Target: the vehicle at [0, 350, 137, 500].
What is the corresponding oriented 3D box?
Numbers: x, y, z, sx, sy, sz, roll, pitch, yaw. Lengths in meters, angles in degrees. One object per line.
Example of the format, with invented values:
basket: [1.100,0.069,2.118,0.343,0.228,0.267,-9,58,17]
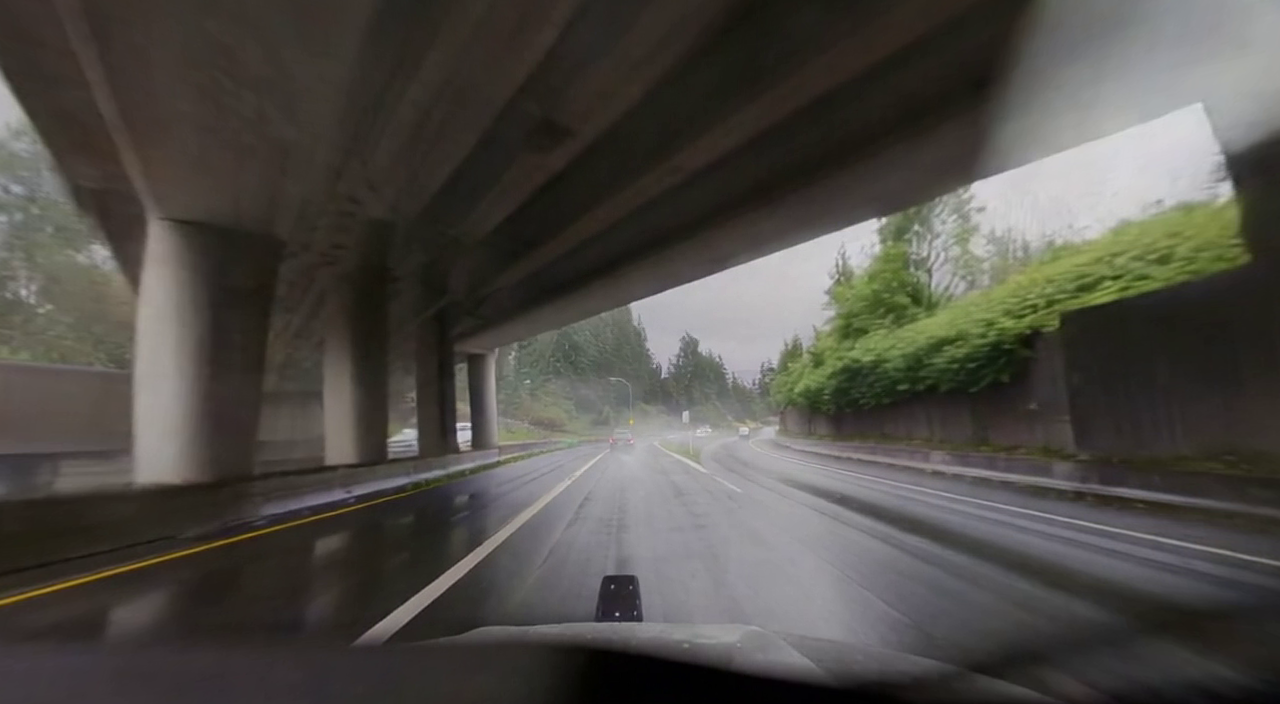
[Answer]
vehicle: [-18.419,1.655,14.592,2.869,3.964,13.316,0,-8,-1]
